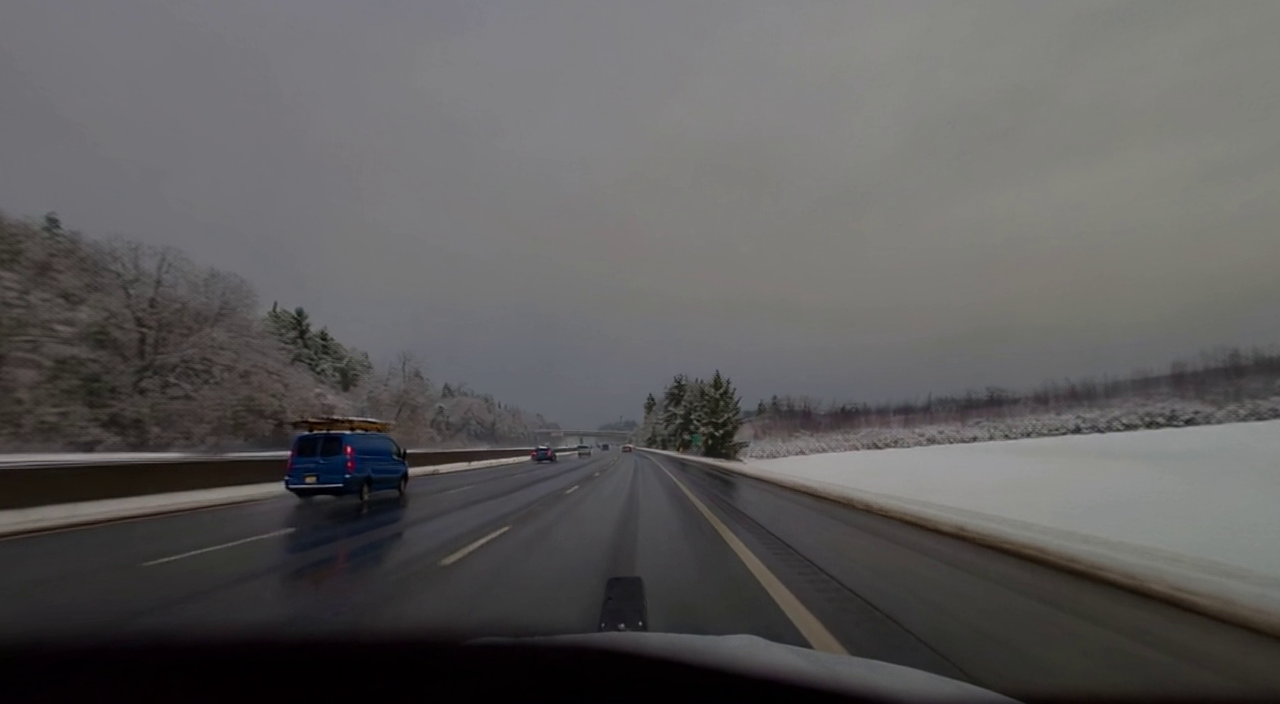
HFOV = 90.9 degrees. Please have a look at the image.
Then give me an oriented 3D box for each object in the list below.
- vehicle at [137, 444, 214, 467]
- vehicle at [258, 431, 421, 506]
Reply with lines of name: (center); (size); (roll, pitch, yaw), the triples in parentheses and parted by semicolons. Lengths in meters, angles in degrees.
vehicle: (-33.011, 7.344, 44.994); (1.879, 1.491, 4.819); (0, -9, 0)
vehicle: (-7.957, 3.130, 17.382); (2.093, 1.752, 4.771); (0, -9, 0)
